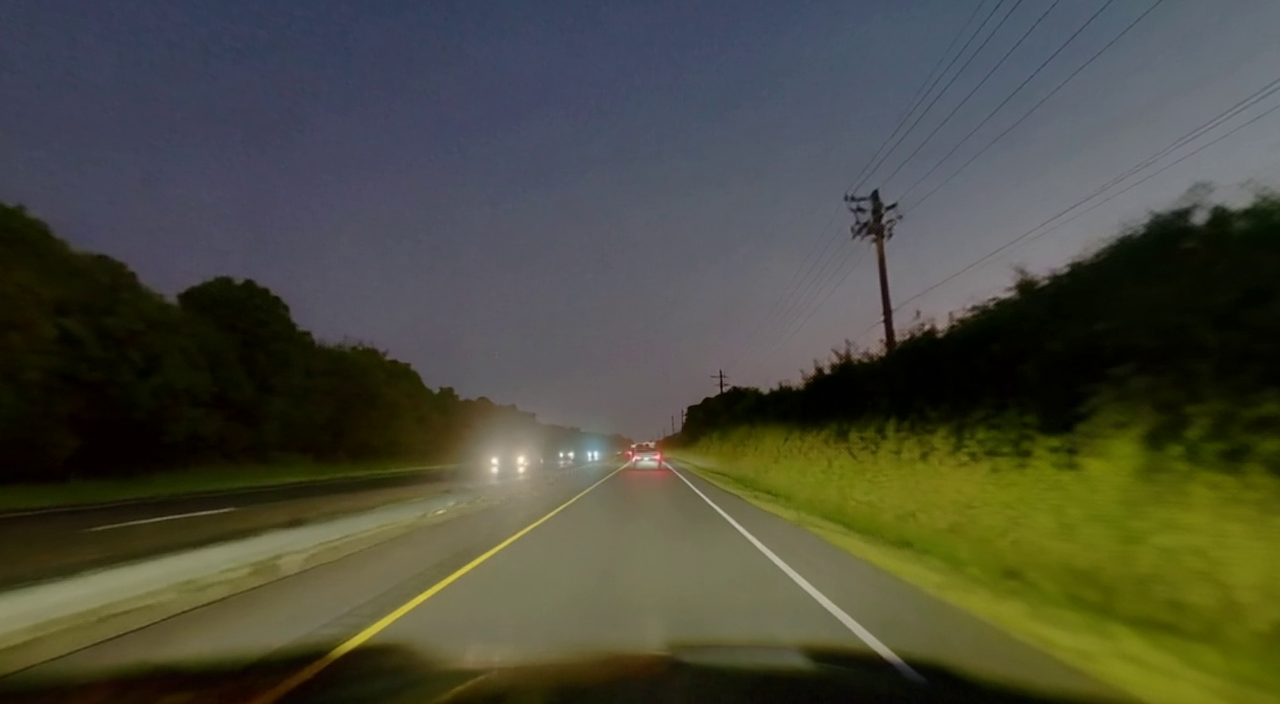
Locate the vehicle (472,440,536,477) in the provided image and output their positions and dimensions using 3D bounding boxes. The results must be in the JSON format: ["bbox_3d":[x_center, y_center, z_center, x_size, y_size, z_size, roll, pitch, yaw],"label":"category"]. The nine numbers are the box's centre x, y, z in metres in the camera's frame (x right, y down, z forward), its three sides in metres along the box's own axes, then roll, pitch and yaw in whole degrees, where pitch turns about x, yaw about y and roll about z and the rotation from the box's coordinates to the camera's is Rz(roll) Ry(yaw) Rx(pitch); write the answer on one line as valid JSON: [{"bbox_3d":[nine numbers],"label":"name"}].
[{"bbox_3d":[-6.783,5.381,31.987,2.145,1.740,4.433,0,-9,1],"label":"vehicle"}]

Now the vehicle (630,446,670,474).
[{"bbox_3d":[0.515,6.014,35.264,2.080,1.486,3.813,0,-9,0],"label":"vehicle"}]
